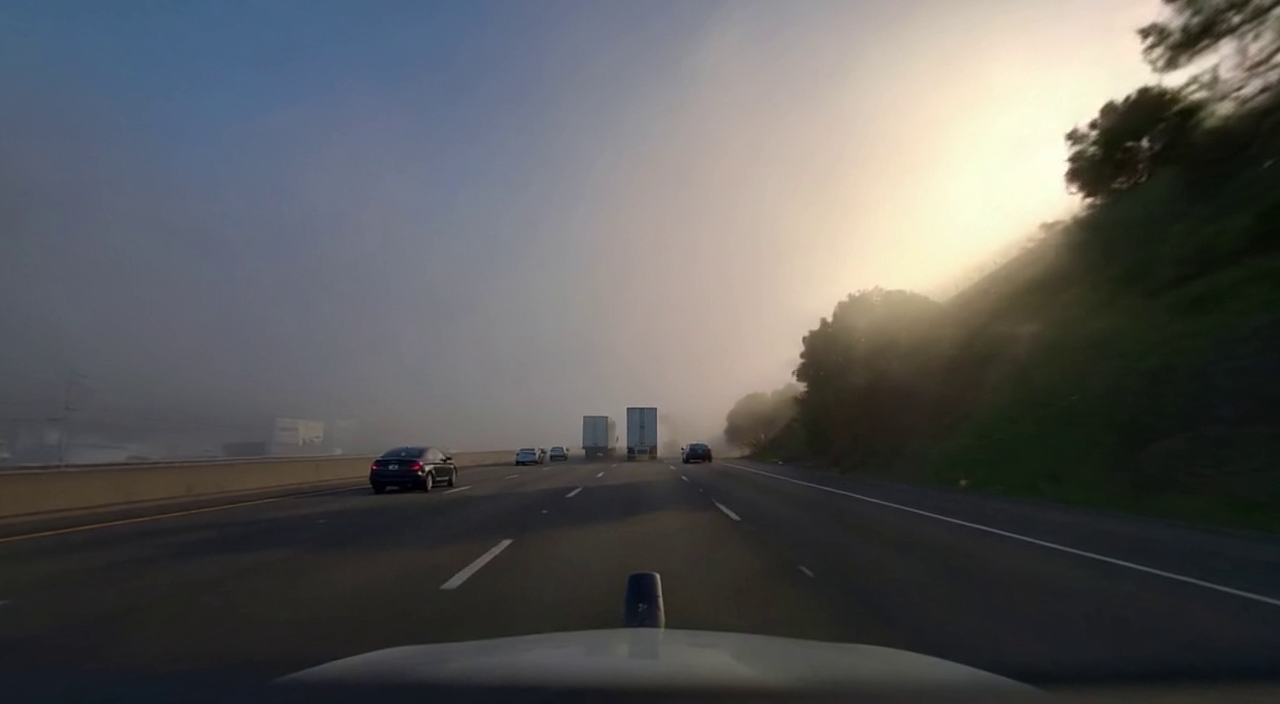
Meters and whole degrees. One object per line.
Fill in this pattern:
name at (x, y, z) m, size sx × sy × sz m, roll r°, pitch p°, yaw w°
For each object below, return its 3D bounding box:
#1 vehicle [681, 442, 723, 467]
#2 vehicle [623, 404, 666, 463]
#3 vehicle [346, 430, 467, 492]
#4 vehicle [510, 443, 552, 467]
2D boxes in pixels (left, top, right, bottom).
vehicle at (3.636, 6.126, 37.855) m, size 2.006 × 1.452 × 4.246 m, roll 0°, pitch -9°, yaw -1°
vehicle at (0.273, 6.551, 49.940) m, size 2.969 × 4.104 × 10.906 m, roll 0°, pitch -9°, yaw 0°
vehicle at (-7.280, 3.451, 20.240) m, size 2.122 × 1.754 × 4.379 m, roll 0°, pitch -9°, yaw 1°
vehicle at (-6.892, 6.572, 40.347) m, size 1.891 × 1.460 × 4.506 m, roll 0°, pitch -9°, yaw 0°
